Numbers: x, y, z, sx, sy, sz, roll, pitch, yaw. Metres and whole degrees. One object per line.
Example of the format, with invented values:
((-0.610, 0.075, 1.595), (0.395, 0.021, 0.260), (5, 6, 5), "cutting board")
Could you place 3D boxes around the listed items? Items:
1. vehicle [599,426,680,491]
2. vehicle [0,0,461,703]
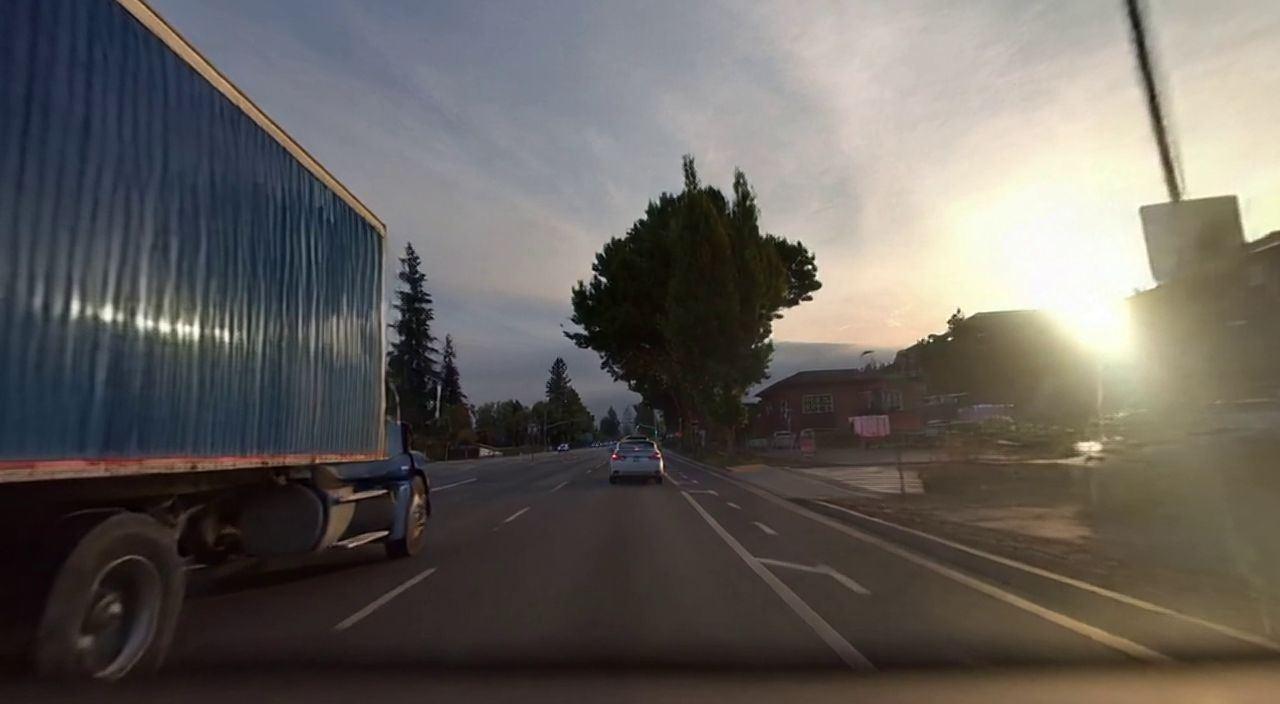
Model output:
((-0.043, 3.060, 18.467), (2.094, 1.682, 3.866), (0, -8, -1), "vehicle")
((-3.837, -0.263, 2.865), (2.996, 3.902, 10.410), (0, -8, 0), "vehicle")
